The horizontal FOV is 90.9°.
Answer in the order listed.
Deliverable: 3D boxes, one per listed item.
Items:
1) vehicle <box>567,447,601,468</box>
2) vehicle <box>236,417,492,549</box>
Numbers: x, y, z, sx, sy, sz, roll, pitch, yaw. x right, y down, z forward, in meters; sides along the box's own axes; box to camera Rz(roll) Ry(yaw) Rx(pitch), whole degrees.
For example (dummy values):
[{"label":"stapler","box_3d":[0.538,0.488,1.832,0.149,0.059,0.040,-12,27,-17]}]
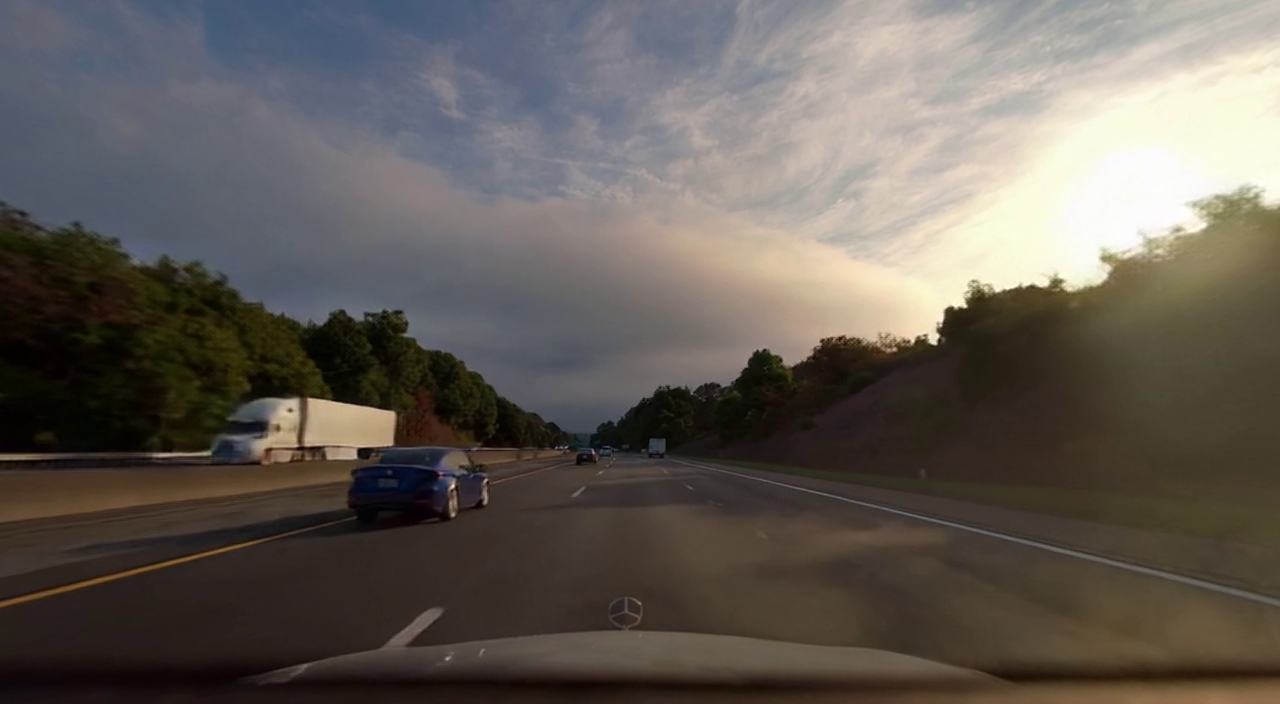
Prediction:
[{"label":"vehicle","box_3d":[-4.104,7.857,46.962,2.169,1.473,4.631,0,-9,0]},{"label":"vehicle","box_3d":[-4.068,2.040,10.391,2.108,1.666,4.558,0,-9,0]}]
